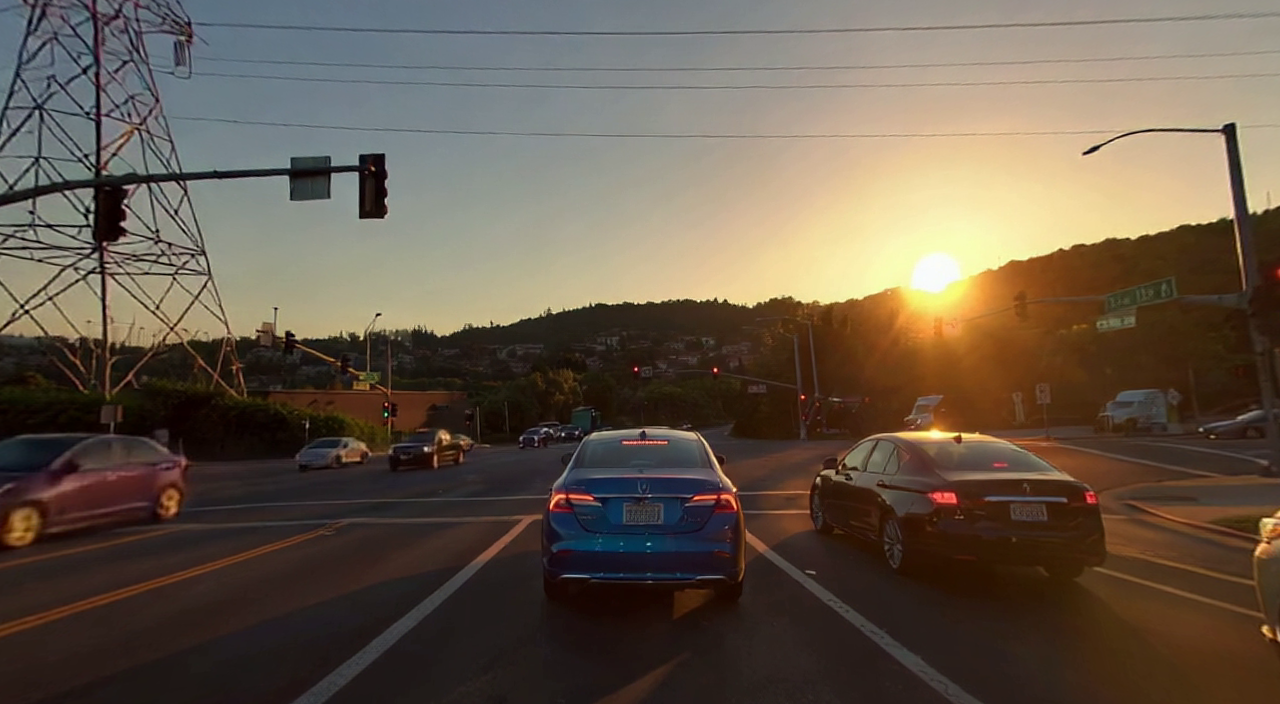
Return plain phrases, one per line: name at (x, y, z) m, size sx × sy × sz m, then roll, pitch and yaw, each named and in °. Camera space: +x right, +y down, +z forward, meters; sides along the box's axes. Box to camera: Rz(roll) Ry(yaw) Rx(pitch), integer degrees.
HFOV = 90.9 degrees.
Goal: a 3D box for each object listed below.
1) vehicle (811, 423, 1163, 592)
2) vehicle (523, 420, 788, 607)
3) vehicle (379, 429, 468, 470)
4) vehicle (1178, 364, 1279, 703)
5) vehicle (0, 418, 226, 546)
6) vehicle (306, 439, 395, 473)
vehicle at (3.654, 1.687, 7.727) m, size 1.835 × 1.473 × 4.190 m, roll 0°, pitch -8°, yaw -2°
vehicle at (0.113, 1.600, 7.134) m, size 2.117 × 1.474 × 4.036 m, roll 0°, pitch -8°, yaw 0°
vehicle at (-10.012, 4.577, 29.641) m, size 2.239 × 1.719 × 4.948 m, roll -1°, pitch -8°, yaw 3°
vehicle at (3.409, 0.592, 0.632) m, size 1.926 × 1.614 × 4.330 m, roll 0°, pitch -8°, yaw 1°
vehicle at (-10.245, 2.161, 10.951) m, size 2.161 × 1.818 × 5.672 m, roll 0°, pitch -8°, yaw 1°
vehicle at (-13.764, 4.956, 30.308) m, size 1.982 × 1.469 × 4.583 m, roll -1°, pitch -8°, yaw 2°
